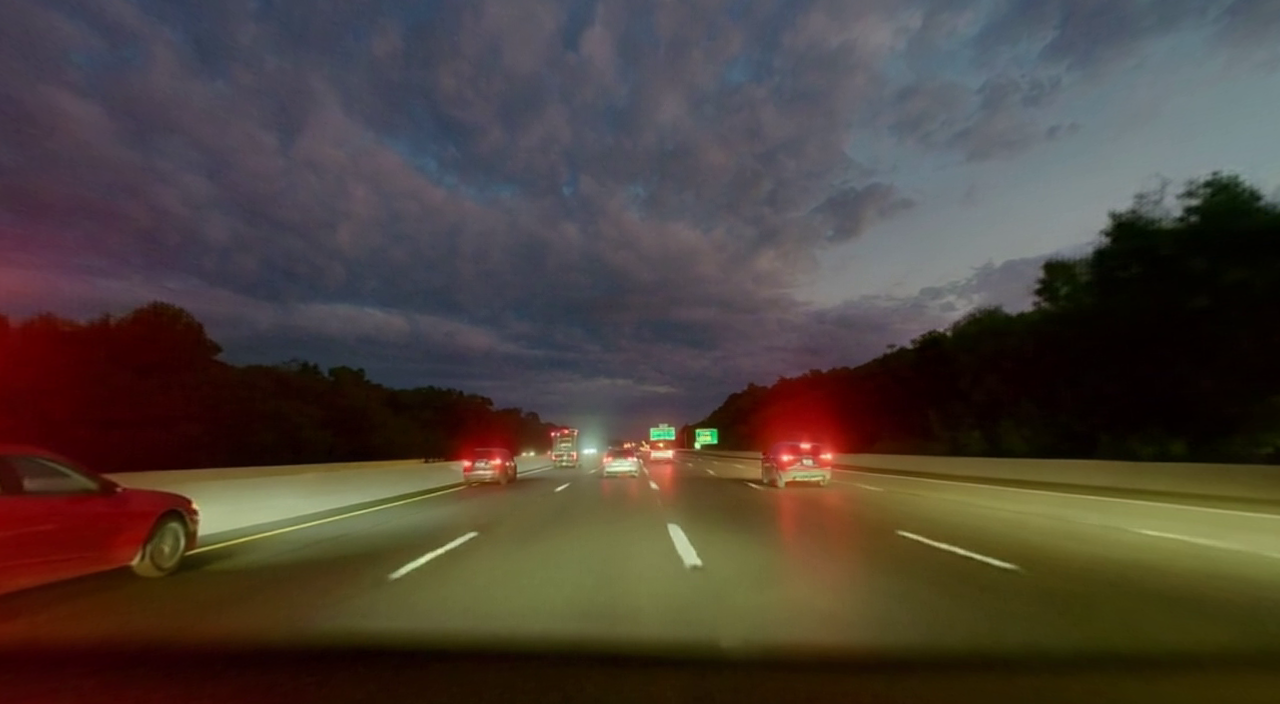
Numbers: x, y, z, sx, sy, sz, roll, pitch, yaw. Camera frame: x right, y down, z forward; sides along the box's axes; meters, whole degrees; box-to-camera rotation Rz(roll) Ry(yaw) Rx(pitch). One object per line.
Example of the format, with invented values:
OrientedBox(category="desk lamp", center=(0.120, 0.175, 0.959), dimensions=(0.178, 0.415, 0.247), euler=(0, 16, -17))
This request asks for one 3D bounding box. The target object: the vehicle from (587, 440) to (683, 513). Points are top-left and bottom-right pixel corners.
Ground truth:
OrientedBox(category="vehicle", center=(-0.123, 2.813, 14.590), dimensions=(1.940, 1.451, 3.512), euler=(0, -9, -1))

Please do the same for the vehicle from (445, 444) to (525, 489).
OrientedBox(category="vehicle", center=(-5.529, 4.120, 22.944), dimensions=(1.892, 1.481, 4.180), euler=(0, -9, 0))

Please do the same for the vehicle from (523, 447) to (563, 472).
OrientedBox(category="vehicle", center=(-5.779, 6.438, 37.860), dimensions=(1.814, 1.417, 3.860), euler=(0, -9, 0))

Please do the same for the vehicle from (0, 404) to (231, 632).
OrientedBox(category="vehicle", center=(-5.648, 1.273, 4.996), dimensions=(2.058, 1.626, 4.118), euler=(0, -9, -2))
